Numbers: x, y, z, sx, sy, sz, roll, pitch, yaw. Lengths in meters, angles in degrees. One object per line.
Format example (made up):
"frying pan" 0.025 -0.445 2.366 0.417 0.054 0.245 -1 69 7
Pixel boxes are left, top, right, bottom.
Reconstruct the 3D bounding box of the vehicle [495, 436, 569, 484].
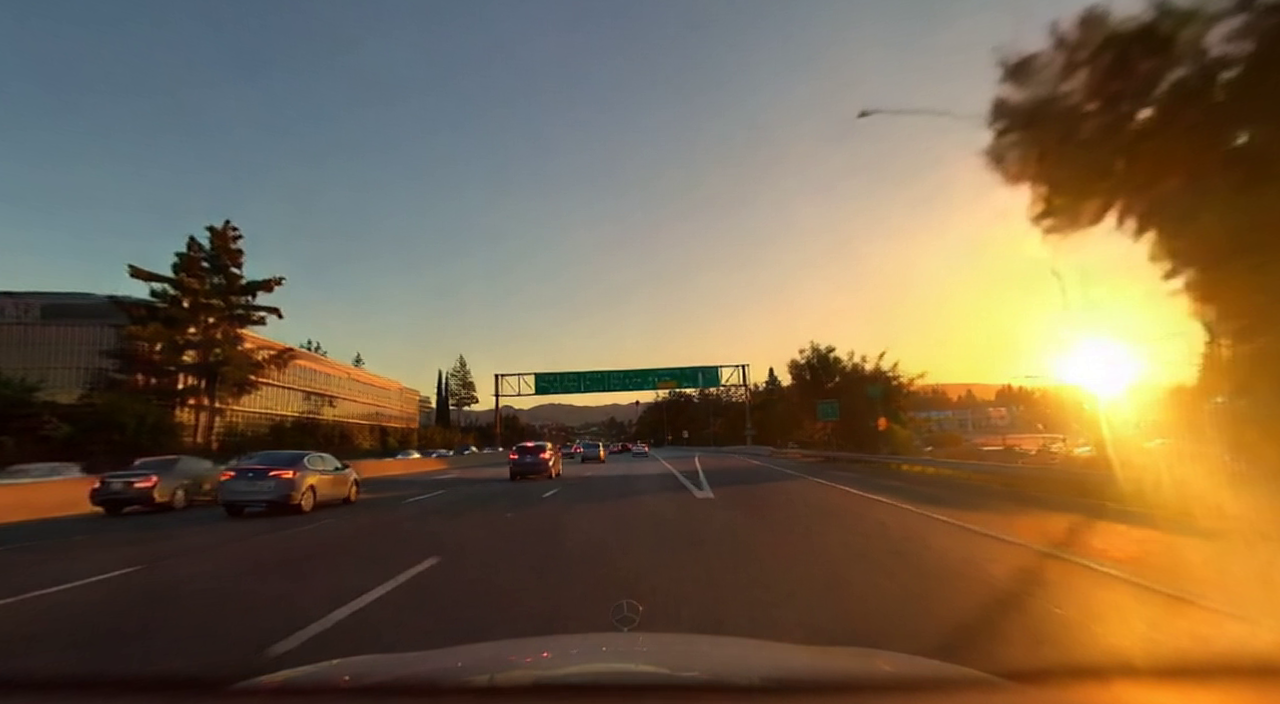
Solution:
"vehicle" -4.273 4.336 25.664 2.158 1.717 4.375 -1 -8 1

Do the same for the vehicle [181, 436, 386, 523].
"vehicle" -7.940 2.853 14.702 2.071 1.661 4.540 -1 -8 1

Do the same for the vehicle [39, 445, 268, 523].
"vehicle" -11.714 3.158 15.700 2.003 1.595 4.532 -1 -8 1

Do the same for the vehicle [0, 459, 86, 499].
"vehicle" -27.626 5.586 27.797 1.945 1.532 4.780 -1 -8 0
